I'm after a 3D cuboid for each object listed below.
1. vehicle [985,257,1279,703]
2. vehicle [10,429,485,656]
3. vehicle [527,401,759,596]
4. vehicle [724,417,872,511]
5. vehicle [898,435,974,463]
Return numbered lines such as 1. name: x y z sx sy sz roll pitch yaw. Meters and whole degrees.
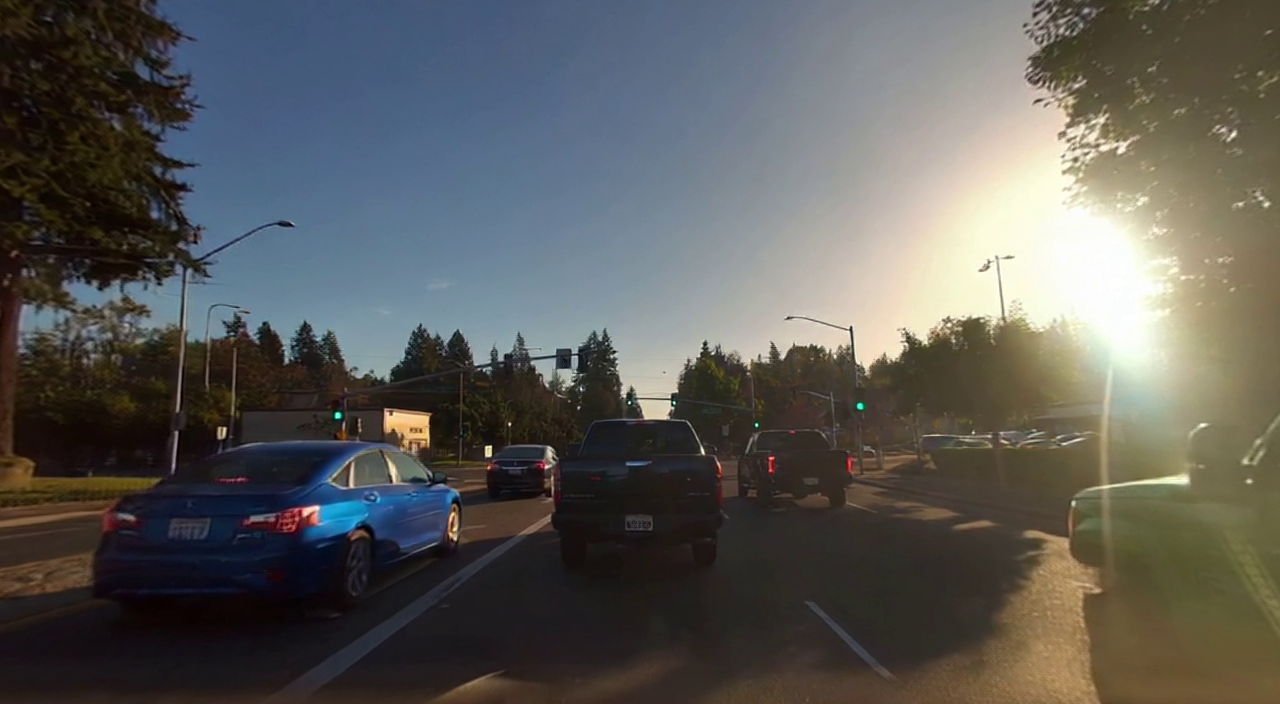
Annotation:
1. vehicle: 3.271 0.442 0.614 2.571 1.857 5.841 0 -8 0
2. vehicle: -3.183 1.612 6.595 1.909 1.476 4.751 0 -8 0
3. vehicle: 0.046 1.633 7.793 2.113 1.768 3.901 0 -8 1
4. vehicle: 3.600 2.705 15.677 2.408 1.908 5.355 0 -8 2
5. vehicle: 21.265 6.994 45.464 4.437 1.863 2.068 0 -5 2
